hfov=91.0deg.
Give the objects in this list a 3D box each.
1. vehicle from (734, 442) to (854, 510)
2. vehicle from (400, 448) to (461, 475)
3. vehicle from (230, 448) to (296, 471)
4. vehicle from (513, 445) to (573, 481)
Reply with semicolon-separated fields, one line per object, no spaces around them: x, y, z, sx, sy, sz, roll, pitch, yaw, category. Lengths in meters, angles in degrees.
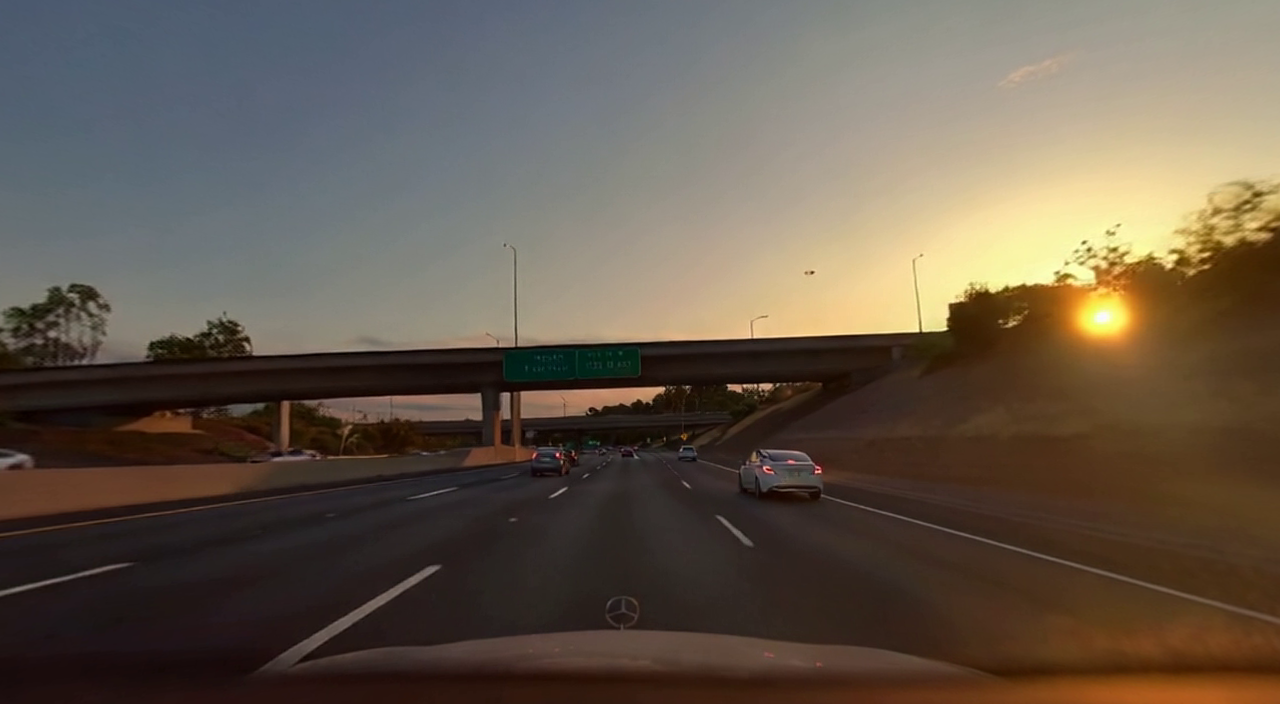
3.886;3.200;16.747;2.079;1.535;4.316;0;-9;0;vehicle
-12.216;6.393;37.025;1.919;1.497;4.765;0;-9;0;vehicle
-28.990;8.241;48.618;2.064;1.663;4.851;0;-9;0;vehicle
-4.486;5.208;29.826;2.072;1.545;4.687;0;-9;0;vehicle
